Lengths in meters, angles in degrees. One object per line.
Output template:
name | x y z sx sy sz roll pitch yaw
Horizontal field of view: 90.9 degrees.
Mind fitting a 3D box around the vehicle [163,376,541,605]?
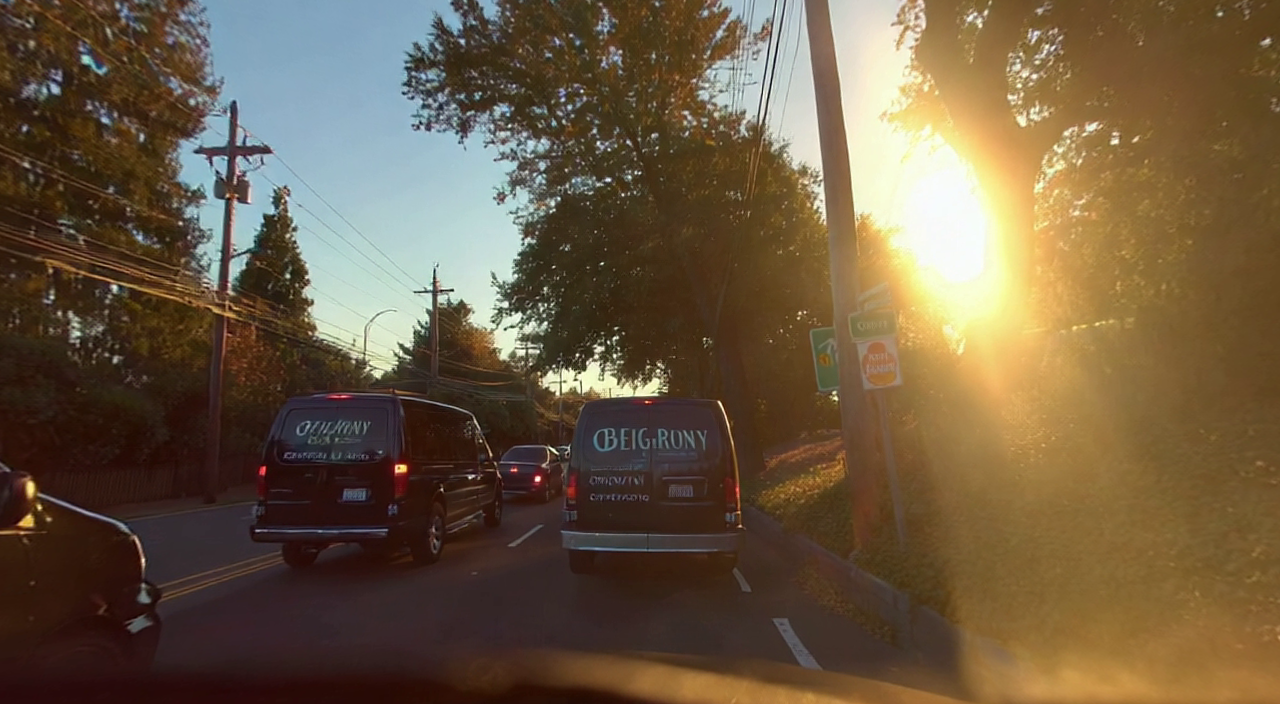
vehicle | -2.761 1.482 7.621 2.109 1.851 4.749 -1 -8 3

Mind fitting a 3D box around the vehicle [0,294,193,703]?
vehicle | -3.133 0.470 0.239 2.160 1.796 4.997 0 -8 1

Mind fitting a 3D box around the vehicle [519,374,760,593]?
vehicle | 0.104 1.458 7.688 2.117 1.911 4.095 -1 -8 3
